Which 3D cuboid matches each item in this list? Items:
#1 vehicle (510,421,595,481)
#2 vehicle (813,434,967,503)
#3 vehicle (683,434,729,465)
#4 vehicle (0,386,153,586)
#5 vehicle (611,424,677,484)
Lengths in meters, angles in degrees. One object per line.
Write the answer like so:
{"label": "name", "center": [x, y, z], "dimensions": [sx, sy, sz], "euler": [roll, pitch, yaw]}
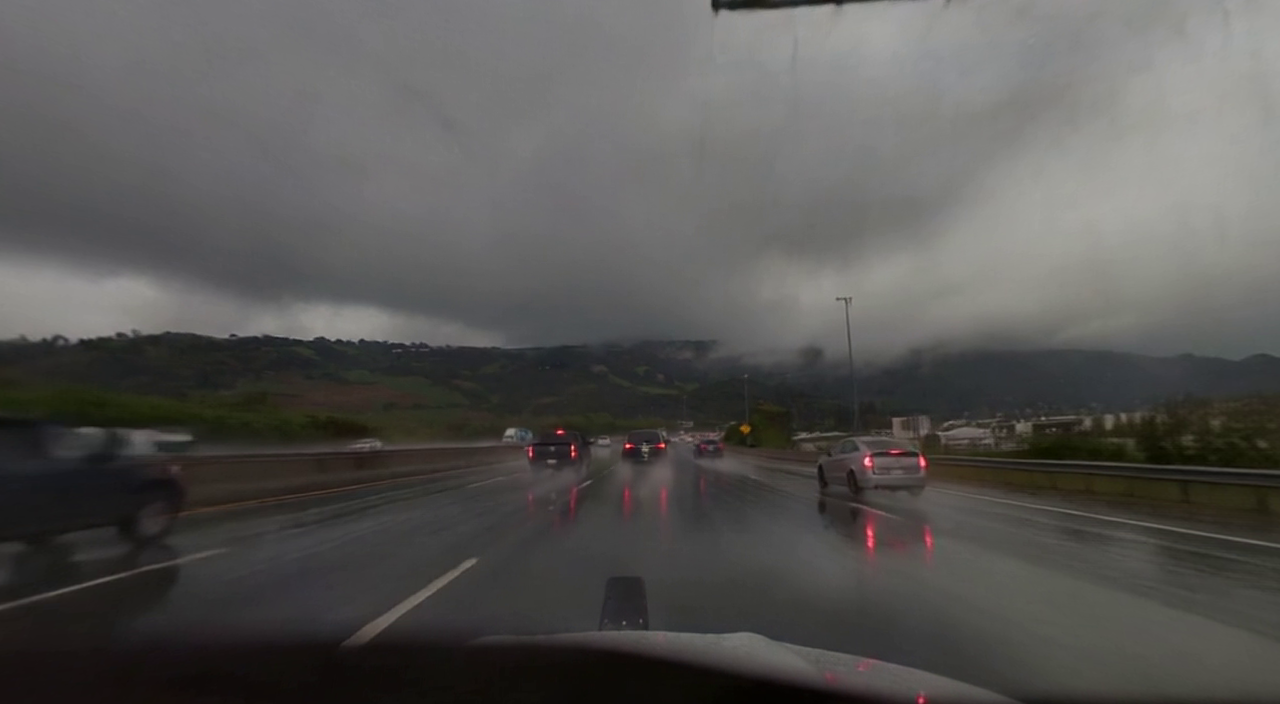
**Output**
{"label": "vehicle", "center": [-3.148, 3.762, 24.107], "dimensions": [2.316, 1.999, 5.765], "euler": [0, -8, 1]}
{"label": "vehicle", "center": [5.936, 2.805, 15.637], "dimensions": [1.998, 1.456, 4.338], "euler": [0, -8, 0]}
{"label": "vehicle", "center": [3.884, 5.854, 37.970], "dimensions": [2.067, 1.775, 4.372], "euler": [0, -8, -3]}
{"label": "vehicle", "center": [-6.893, 1.143, 5.171], "dimensions": [2.036, 1.813, 4.564], "euler": [-1, -8, 2]}
{"label": "vehicle", "center": [0.181, 3.445, 21.507], "dimensions": [2.052, 1.808, 3.898], "euler": [-1, -8, 2]}
